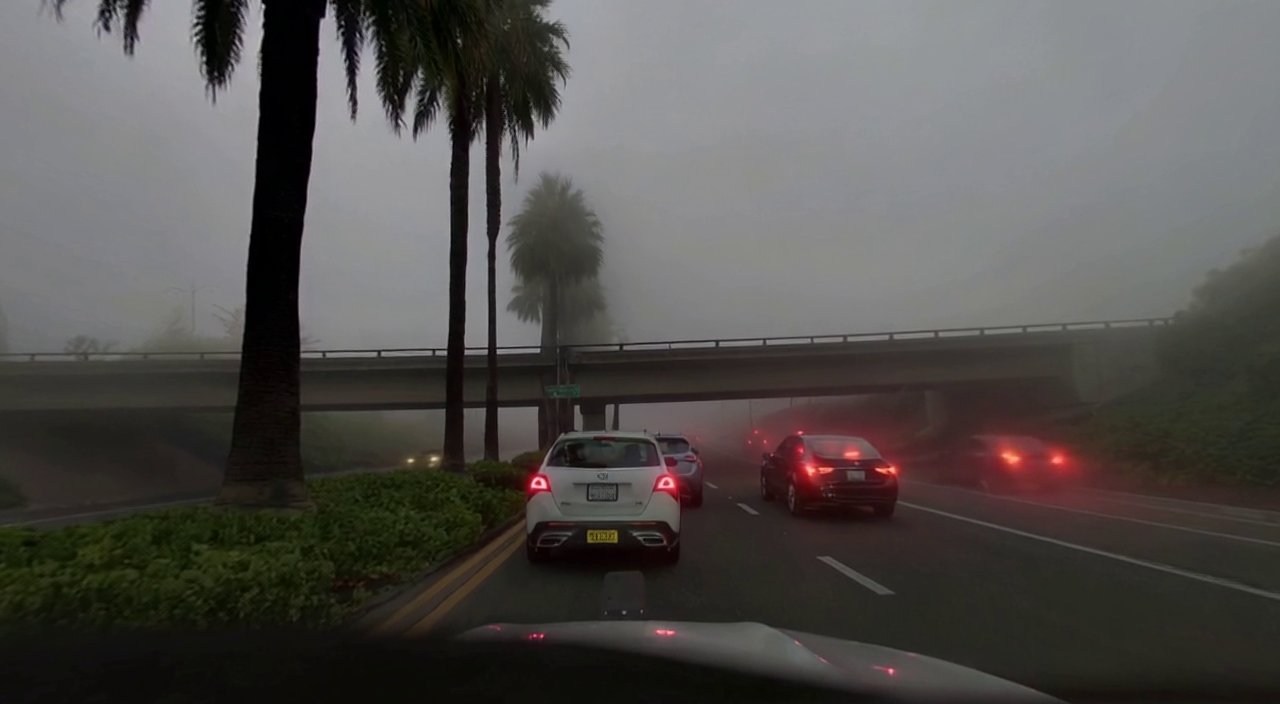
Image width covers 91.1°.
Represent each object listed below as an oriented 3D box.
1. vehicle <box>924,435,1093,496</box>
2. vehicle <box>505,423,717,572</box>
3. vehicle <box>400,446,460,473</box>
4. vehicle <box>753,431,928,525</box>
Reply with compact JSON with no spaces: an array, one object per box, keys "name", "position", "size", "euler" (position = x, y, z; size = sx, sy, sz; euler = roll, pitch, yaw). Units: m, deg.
[{"name":"vehicle","position":[10.019,3.106,17.649],"size":[2.100,1.469,4.772],"euler":[-1,-8,4]},{"name":"vehicle","position":[-0.237,1.796,8.520],"size":[2.172,1.506,4.018],"euler":[0,-8,2]},{"name":"vehicle","position":[-12.298,6.291,37.110],"size":[1.933,1.486,4.449],"euler":[0,-8,1]},{"name":"vehicle","position":[3.708,2.418,12.723],"size":[2.034,1.517,4.840],"euler":[0,-8,1]}]
